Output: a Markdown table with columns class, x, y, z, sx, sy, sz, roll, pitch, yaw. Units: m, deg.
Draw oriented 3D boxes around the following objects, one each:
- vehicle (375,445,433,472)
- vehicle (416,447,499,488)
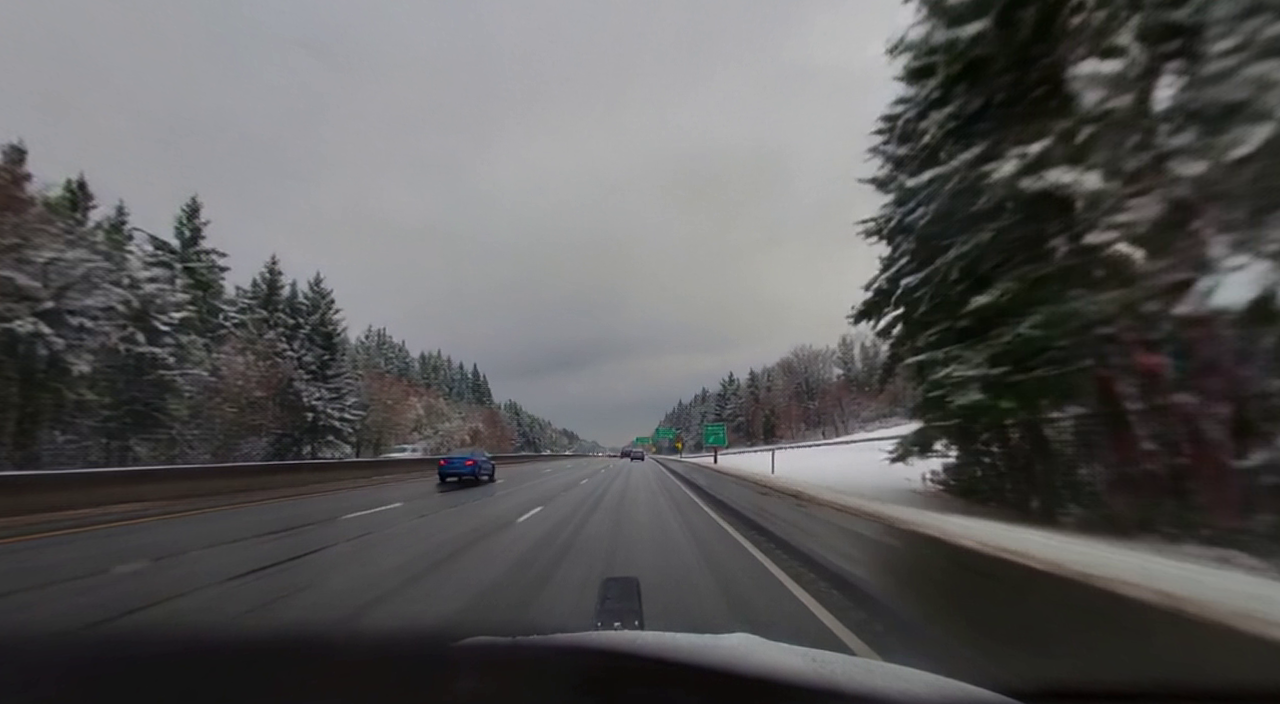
| class | x | y | z | sx | sy | sz | roll | pitch | yaw |
| --- | --- | --- | --- | --- | --- | --- | --- | --- | --- |
| vehicle | -18.170 | 8.224 | 48.762 | 2.307 | 1.965 | 5.330 | 0 | -9 | 1 |
| vehicle | -7.658 | 4.851 | 26.944 | 2.094 | 1.579 | 4.655 | 0 | -9 | 0 |
